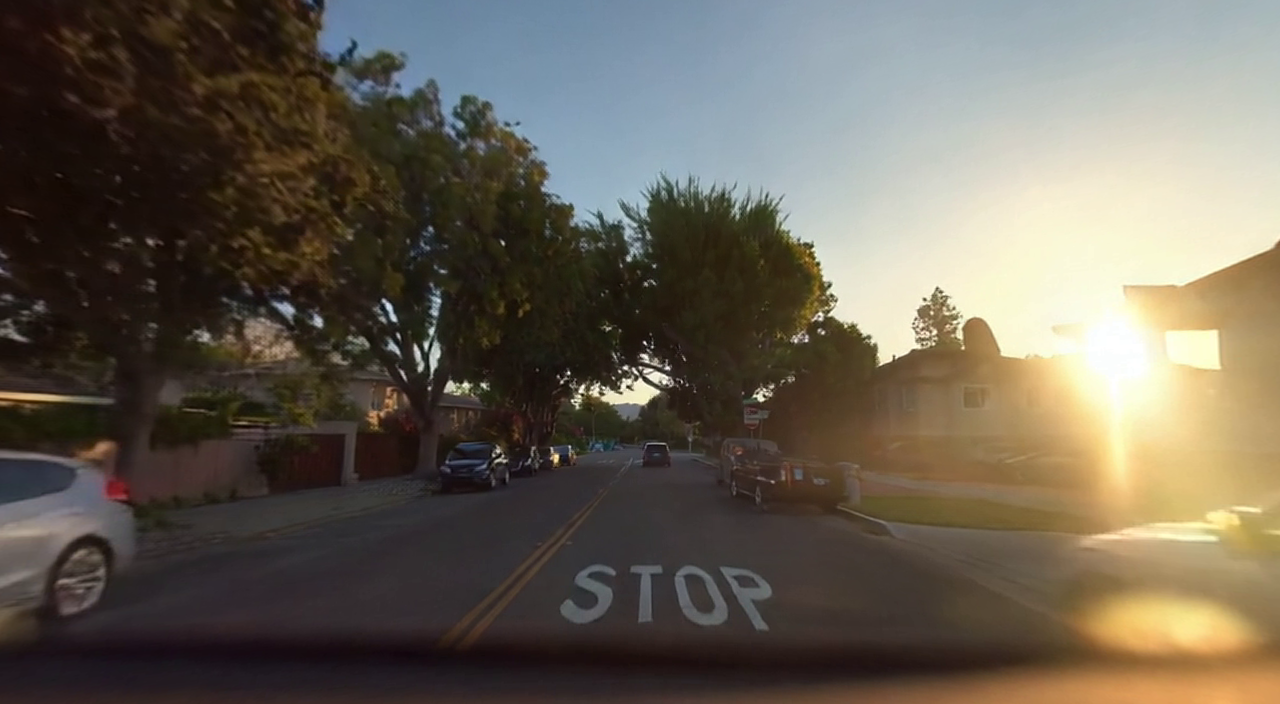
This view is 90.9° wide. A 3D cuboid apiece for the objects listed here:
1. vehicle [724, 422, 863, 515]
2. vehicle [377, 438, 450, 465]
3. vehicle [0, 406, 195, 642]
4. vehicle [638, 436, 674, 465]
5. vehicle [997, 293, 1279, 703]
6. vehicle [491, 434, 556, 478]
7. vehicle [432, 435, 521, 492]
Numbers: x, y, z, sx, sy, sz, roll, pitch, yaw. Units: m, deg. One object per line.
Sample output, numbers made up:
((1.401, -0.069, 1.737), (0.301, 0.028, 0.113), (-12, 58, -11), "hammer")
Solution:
((3.310, 2.606, 14.710), (1.970, 1.801, 4.721), (0, -8, -1), "vehicle")
((-17.127, 7.526, 47.804), (4.801, 1.688, 2.241), (-2, -5, -2), "vehicle")
((-5.667, 1.205, 4.253), (2.007, 1.709, 4.502), (0, -8, 0), "vehicle")
((0.978, 6.228, 40.119), (2.172, 1.722, 4.201), (0, -8, 1), "vehicle")
((3.042, 0.600, 1.056), (2.117, 1.807, 4.964), (0, -8, 2), "vehicle")
((-4.968, 4.481, 27.457), (1.899, 1.615, 4.624), (-4, -8, 0), "vehicle")
((-5.279, 3.622, 20.935), (1.955, 1.659, 4.324), (1, -8, -3), "vehicle")
